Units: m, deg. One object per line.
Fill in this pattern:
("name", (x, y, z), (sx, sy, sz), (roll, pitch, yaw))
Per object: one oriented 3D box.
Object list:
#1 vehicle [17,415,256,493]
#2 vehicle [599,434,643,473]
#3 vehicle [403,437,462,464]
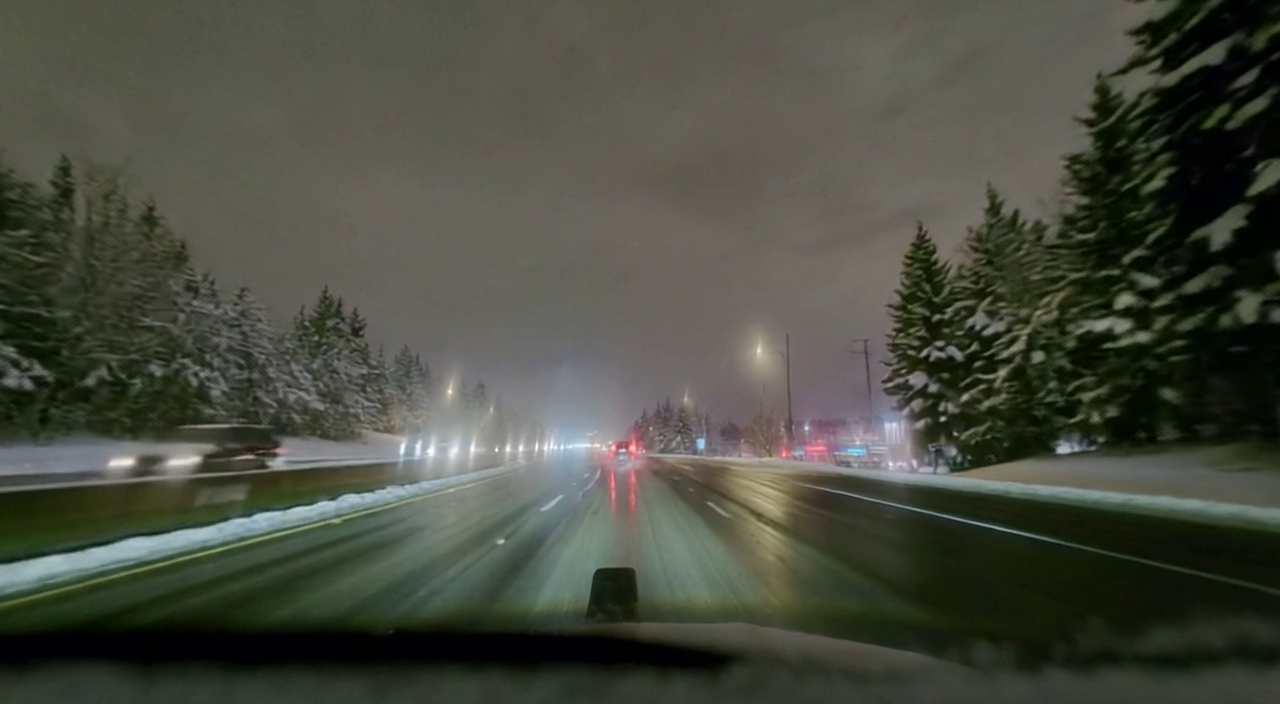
("vehicle", (-11.692, 2.425, 15.217), (2.126, 1.572, 4.415), (0, -9, -1))
("vehicle", (-1.045, 5.325, 33.193), (2.155, 1.856, 4.796), (0, -9, -3))
("vehicle", (-12.385, 5.943, 38.095), (2.059, 1.520, 4.674), (0, -9, -1))
